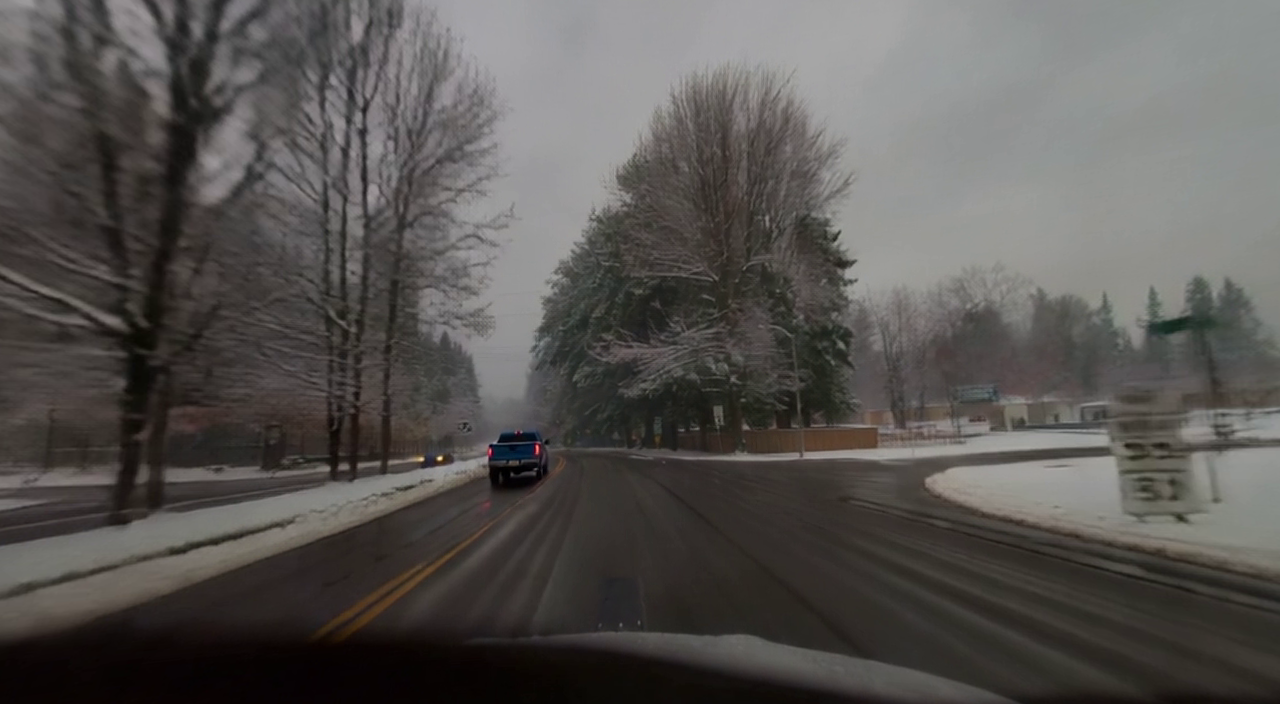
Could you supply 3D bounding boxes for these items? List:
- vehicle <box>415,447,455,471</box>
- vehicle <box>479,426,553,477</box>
[{"bbox_3d":[-14.595,7.621,45.211,1.883,1.632,4.024,1,-8,-6],"label":"vehicle"},{"bbox_3d":[-4.999,4.141,26.513,2.267,1.849,6.402,0,-8,-4],"label":"vehicle"}]
